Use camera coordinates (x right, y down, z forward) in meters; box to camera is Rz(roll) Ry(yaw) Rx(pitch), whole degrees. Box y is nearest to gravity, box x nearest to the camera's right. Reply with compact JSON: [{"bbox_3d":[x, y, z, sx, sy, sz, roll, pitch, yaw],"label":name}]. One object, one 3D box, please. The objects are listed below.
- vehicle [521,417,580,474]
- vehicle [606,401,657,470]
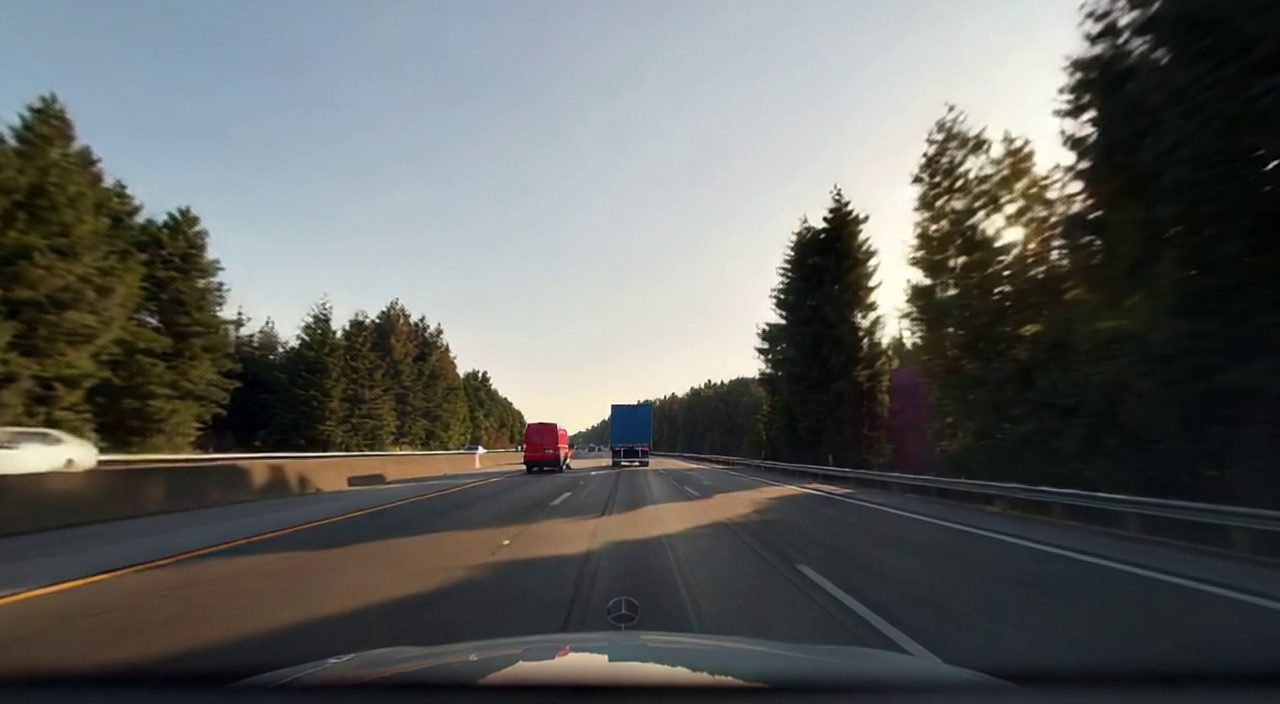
[{"bbox_3d":[-4.712,5.110,34.322,2.357,2.786,6.144,0,-9,-1],"label":"vehicle"},{"bbox_3d":[-0.581,5.722,42.480,2.995,4.036,10.311,0,-9,-1],"label":"vehicle"}]
